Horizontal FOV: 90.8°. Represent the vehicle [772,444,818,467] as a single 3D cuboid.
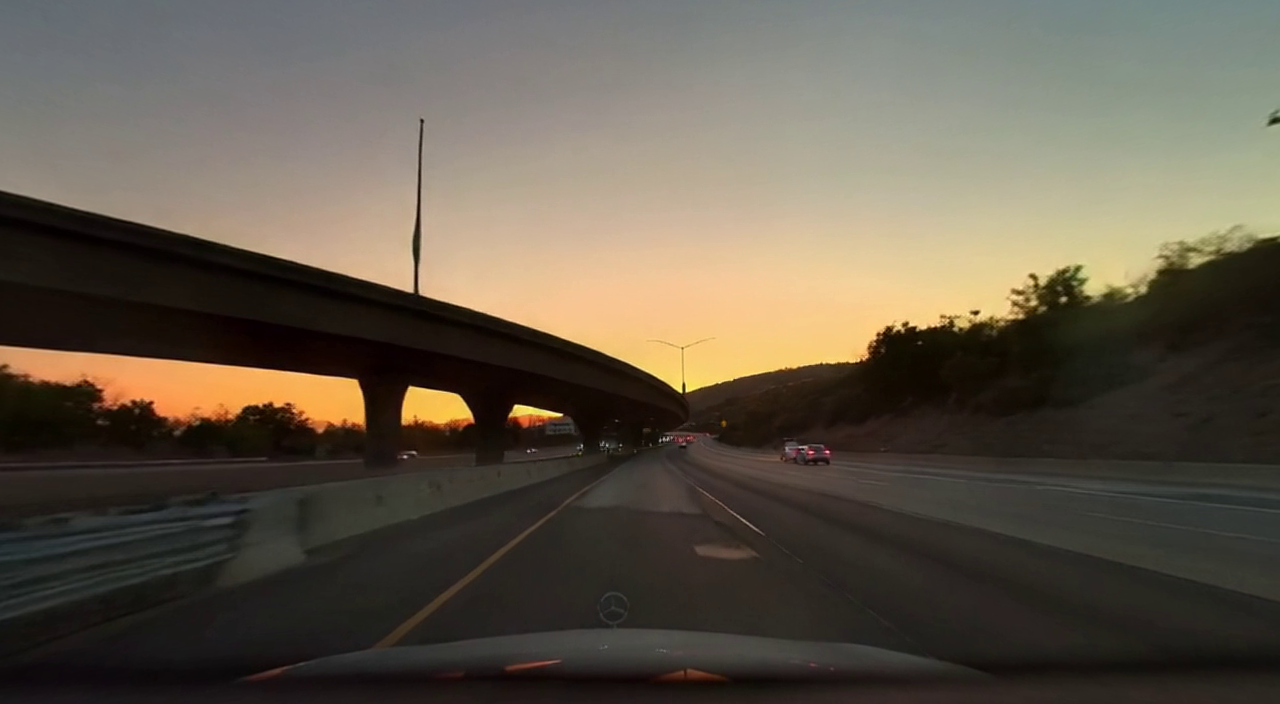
[{"bbox_3d":[11.181,7.477,45.828,2.229,1.599,4.253,0,-8,0],"label":"vehicle"}]
